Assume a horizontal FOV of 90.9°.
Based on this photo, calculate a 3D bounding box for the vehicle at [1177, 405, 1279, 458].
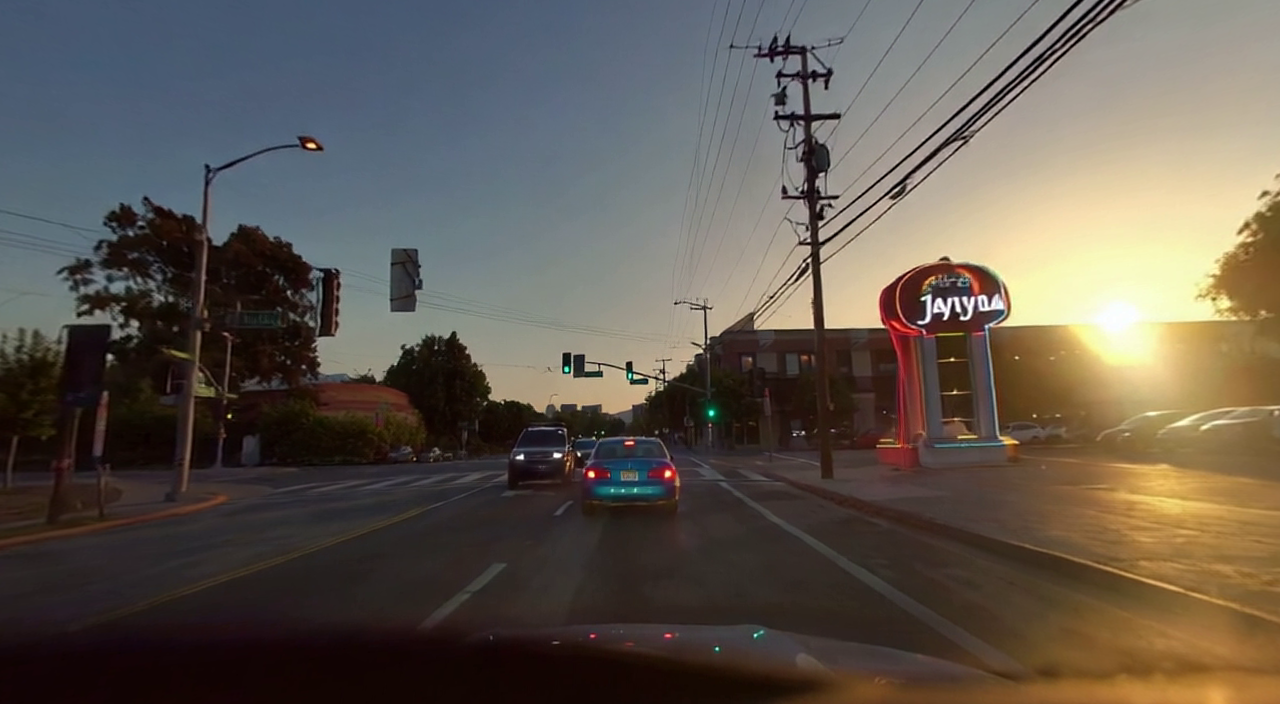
[{"bbox_3d":[19.542,2.568,20.177,4.129,1.512,2.003,4,-9,-27],"label":"vehicle"}]

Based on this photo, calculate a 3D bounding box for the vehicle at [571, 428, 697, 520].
[{"bbox_3d":[-0.167,2.325,12.559,2.070,1.481,4.216,0,-8,-2],"label":"vehicle"}]

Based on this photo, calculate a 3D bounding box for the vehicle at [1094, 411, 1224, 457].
[{"bbox_3d":[18.652,2.952,22.626,4.446,1.511,1.977,4,-10,-29],"label":"vehicle"}]

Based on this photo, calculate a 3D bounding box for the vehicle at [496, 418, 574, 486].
[{"bbox_3d":[-3.148,3.119,19.863,2.106,1.852,4.512,1,-8,-6],"label":"vehicle"}]

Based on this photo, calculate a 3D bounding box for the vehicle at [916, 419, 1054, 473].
[{"bbox_3d":[10.467,2.912,19.581,1.888,1.455,4.268,0,-8,1],"label":"vehicle"}]

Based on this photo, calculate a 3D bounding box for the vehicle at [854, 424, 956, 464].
[{"bbox_3d":[10.587,3.732,25.642,1.842,1.471,4.481,1,-8,-6],"label":"vehicle"}]
